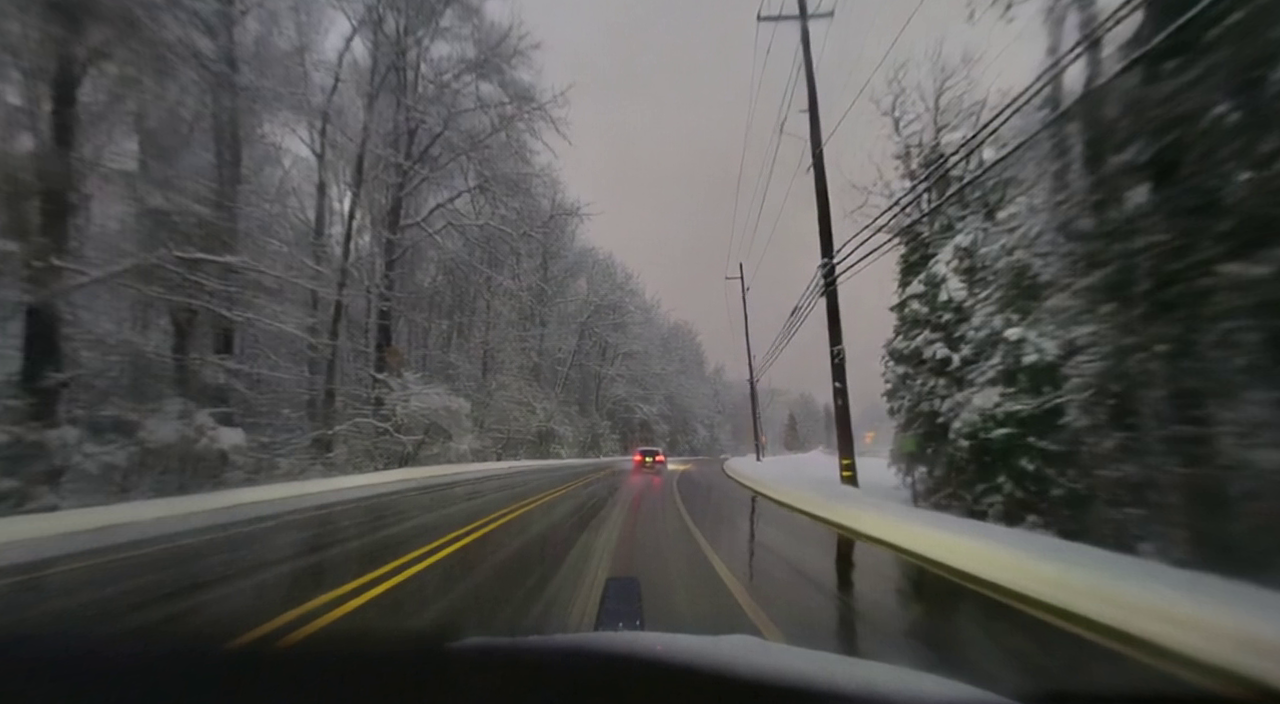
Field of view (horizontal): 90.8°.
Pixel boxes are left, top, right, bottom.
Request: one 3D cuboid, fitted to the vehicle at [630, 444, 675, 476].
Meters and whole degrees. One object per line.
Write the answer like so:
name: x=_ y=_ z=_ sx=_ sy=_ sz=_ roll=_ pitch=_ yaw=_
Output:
vehicle: x=0.727 y=5.632 z=33.201 sx=2.059 sy=1.524 sz=3.963 roll=0 pitch=-9 yaw=5
